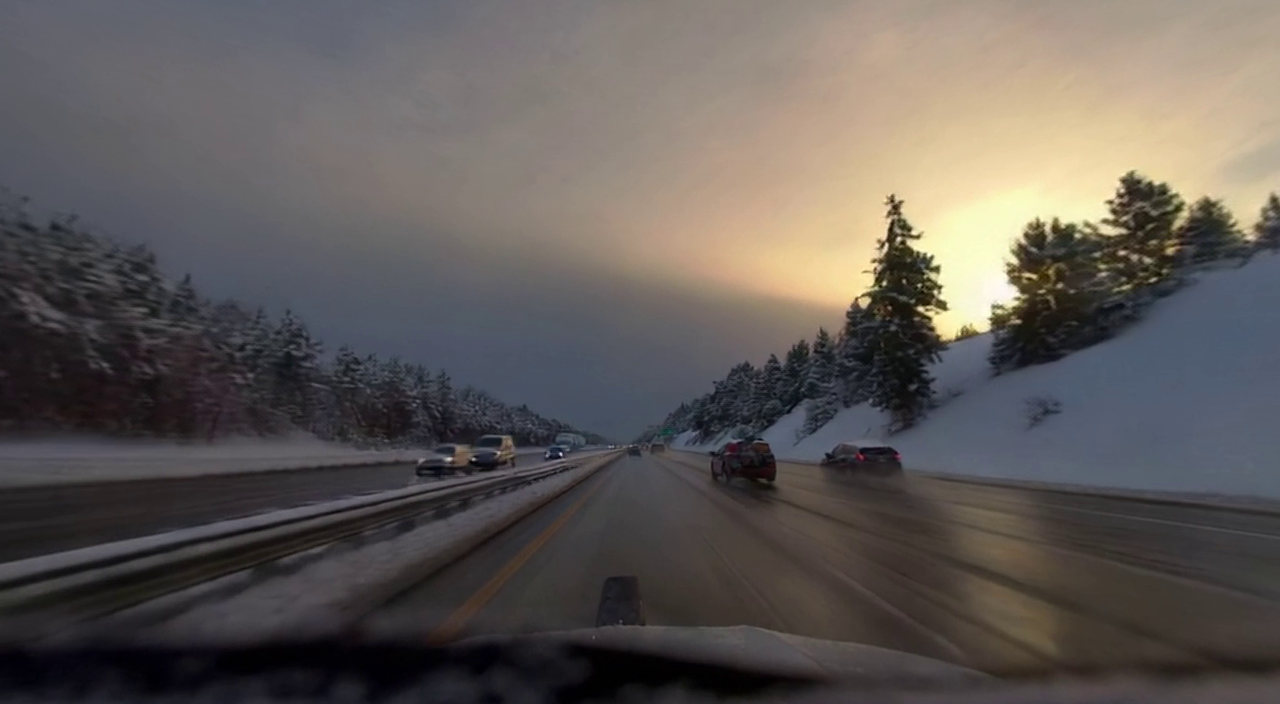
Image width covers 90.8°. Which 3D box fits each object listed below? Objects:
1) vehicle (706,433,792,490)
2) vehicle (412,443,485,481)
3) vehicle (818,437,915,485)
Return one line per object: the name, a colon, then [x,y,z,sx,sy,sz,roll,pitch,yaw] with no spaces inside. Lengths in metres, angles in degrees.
vehicle: [3.637,3.759,21.959,2.070,1.751,4.576,0,-9,-1]
vehicle: [-8.236,4.752,27.536,1.900,1.483,4.190,0,-9,0]
vehicle: [8.619,4.188,24.508,2.018,1.636,4.510,0,-9,-1]
